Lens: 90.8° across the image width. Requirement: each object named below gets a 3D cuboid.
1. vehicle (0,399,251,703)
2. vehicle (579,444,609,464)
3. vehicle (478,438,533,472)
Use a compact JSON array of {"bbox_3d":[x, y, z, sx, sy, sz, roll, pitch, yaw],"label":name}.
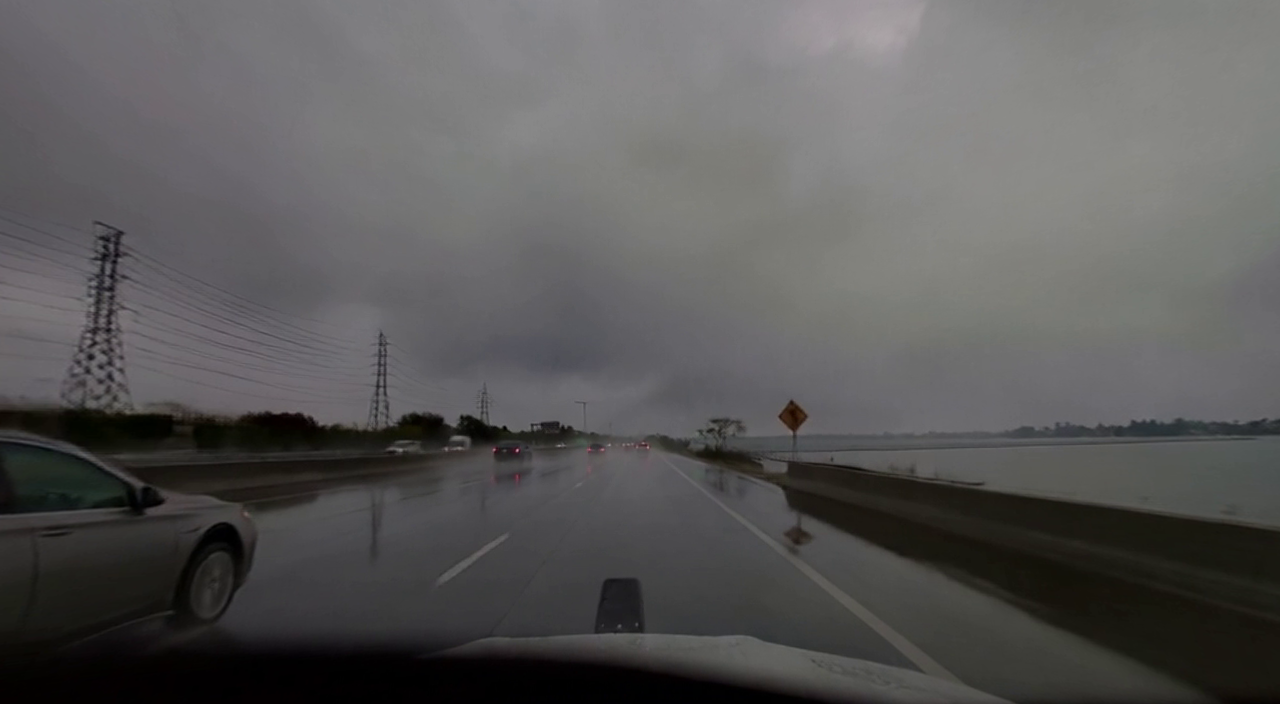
[{"bbox_3d":[-3.645,0.858,1.948,2.015,1.501,4.454,0,-8,0],"label":"vehicle"},{"bbox_3d":[-3.475,7.792,48.377,1.957,1.494,4.207,0,-8,1],"label":"vehicle"},{"bbox_3d":[-7.459,5.751,35.465,2.050,1.717,4.418,0,-8,1],"label":"vehicle"}]
